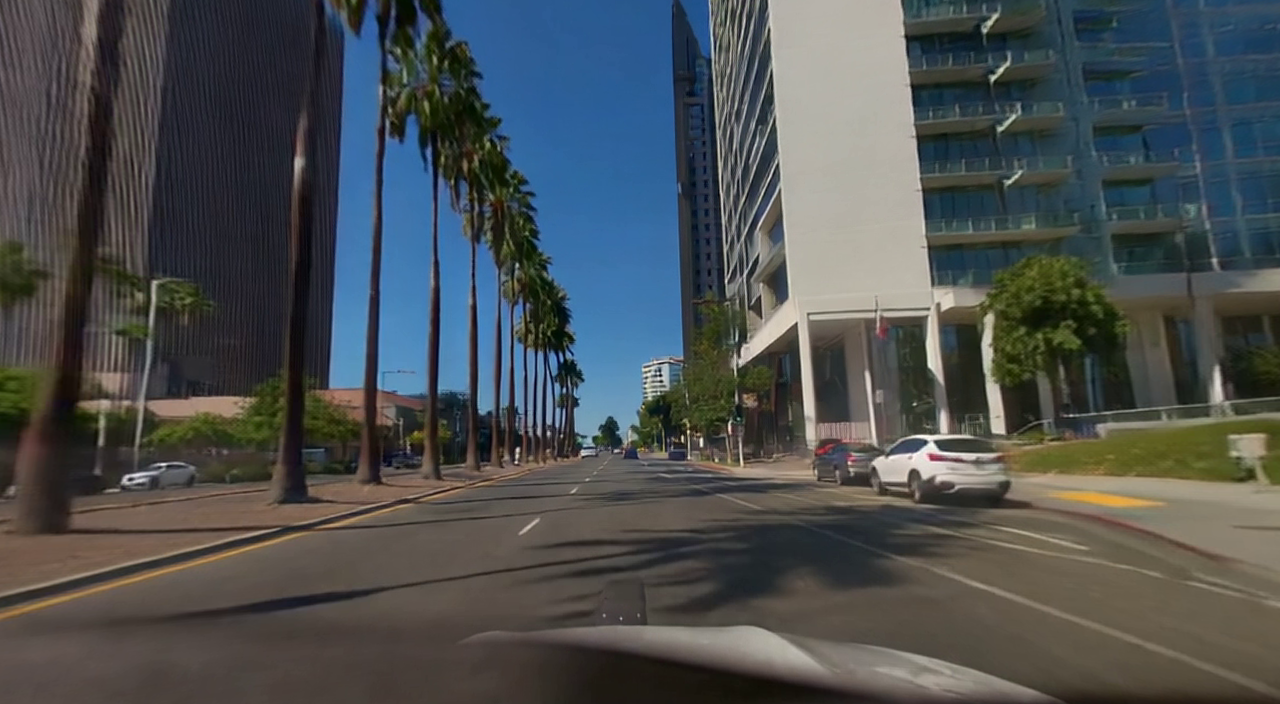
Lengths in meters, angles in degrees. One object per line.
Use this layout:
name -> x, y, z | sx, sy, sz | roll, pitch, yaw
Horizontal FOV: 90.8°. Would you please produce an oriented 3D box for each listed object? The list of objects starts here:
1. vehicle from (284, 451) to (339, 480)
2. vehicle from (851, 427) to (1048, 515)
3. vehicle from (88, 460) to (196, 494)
vehicle -> -19.932, 6.852, 38.446 | 1.703, 1.493, 3.803 | 0, -7, -7
vehicle -> 6.898, 2.701, 14.805 | 2.225, 1.727, 4.418 | 0, -9, -2
vehicle -> -24.749, 6.188, 31.632 | 1.801, 1.444, 4.640 | 0, -9, -3
